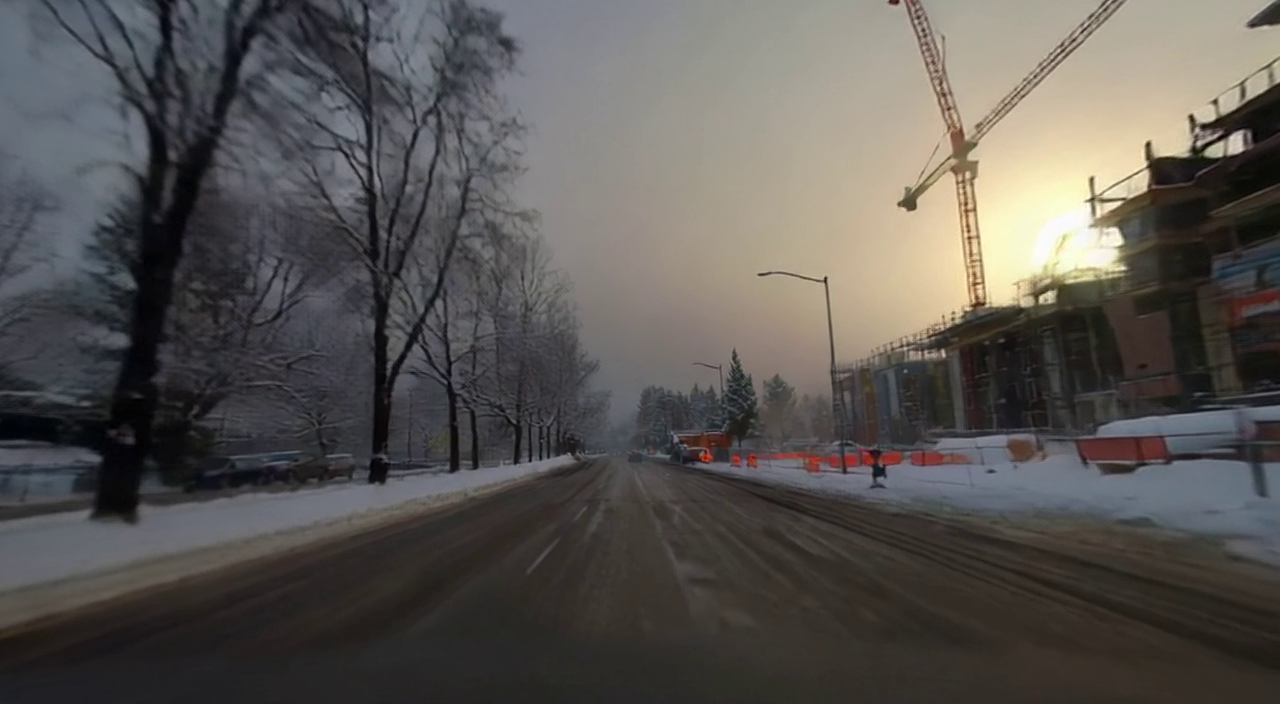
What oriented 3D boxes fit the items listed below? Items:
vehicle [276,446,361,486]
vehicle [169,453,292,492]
[{"bbox_3d":[-18.072,6.429,35.777,2.286,2.069,5.077,1,-9,-3],"label":"vehicle"},{"bbox_3d":[-21.801,6.407,33.929,2.328,1.918,5.628,-1,-9,7],"label":"vehicle"}]
